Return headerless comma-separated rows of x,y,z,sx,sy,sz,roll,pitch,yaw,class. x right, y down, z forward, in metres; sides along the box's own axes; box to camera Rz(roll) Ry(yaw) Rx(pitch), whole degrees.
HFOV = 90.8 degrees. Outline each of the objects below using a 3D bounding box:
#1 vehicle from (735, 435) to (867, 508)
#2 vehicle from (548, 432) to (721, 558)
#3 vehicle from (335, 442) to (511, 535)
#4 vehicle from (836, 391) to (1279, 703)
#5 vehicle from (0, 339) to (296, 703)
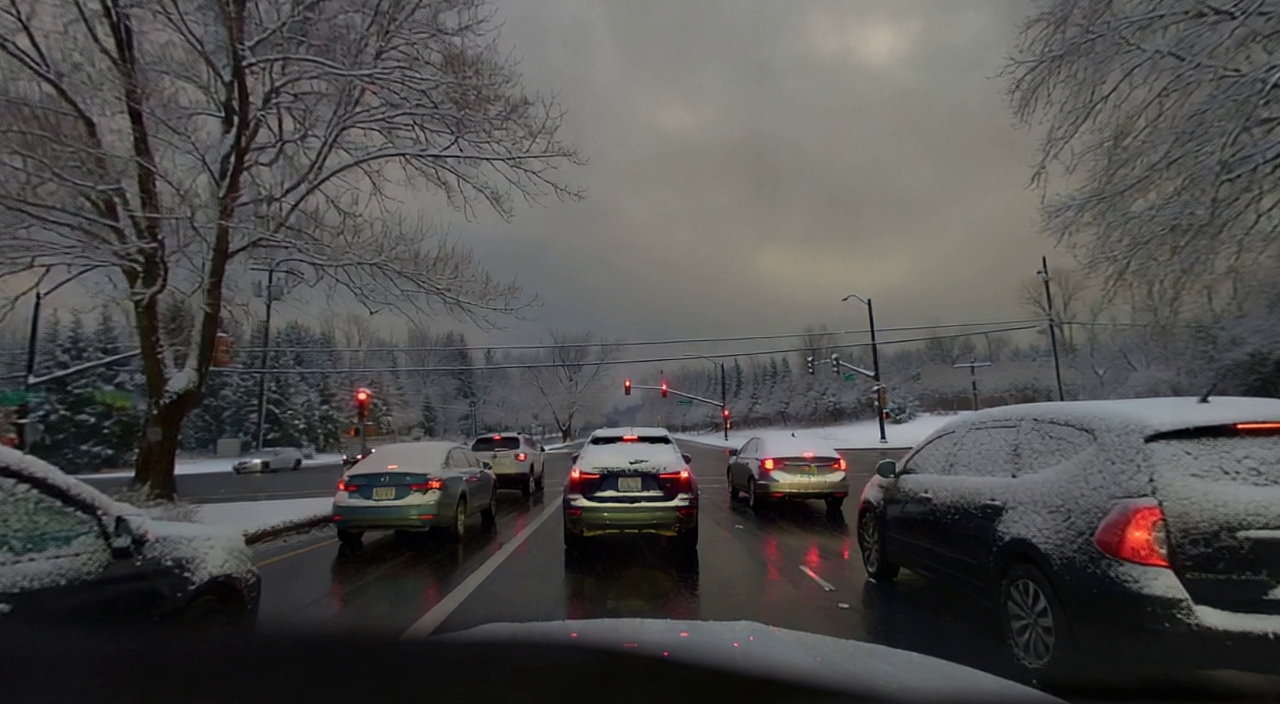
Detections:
3.643,2.781,15.241,1.922,1.472,4.440,0,-8,-1,vehicle
-0.077,2.004,9.588,2.061,1.470,3.970,0,-8,0,vehicle
-3.927,2.509,12.336,1.919,1.459,4.371,0,-8,-1,vehicle
3.395,1.310,5.421,1.933,1.564,4.600,0,-8,0,vehicle
-3.653,0.836,2.547,2.047,1.764,4.369,0,-8,0,vehicle
